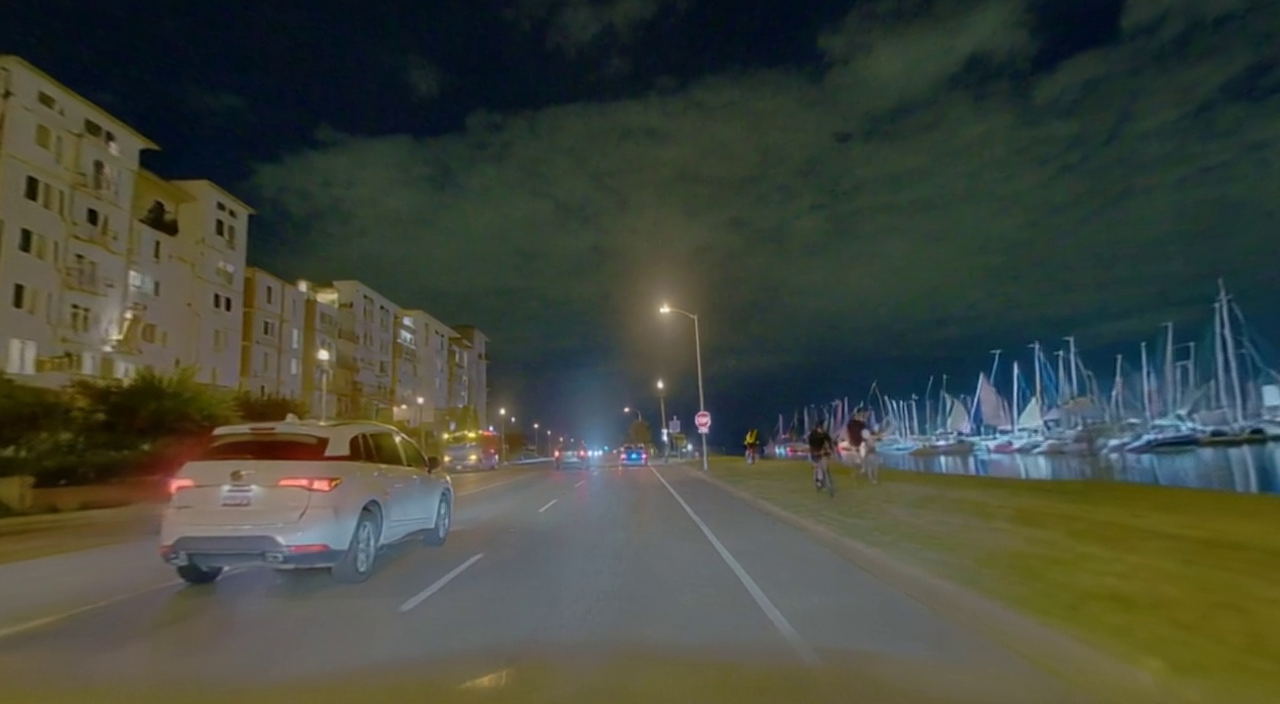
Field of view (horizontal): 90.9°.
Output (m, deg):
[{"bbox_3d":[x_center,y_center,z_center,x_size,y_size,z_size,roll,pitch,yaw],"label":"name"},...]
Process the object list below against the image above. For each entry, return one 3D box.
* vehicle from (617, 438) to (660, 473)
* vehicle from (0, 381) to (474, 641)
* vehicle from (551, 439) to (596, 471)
[{"bbox_3d":[-0.069,5.263,32.055,2.057,1.624,3.726,0,-9,0],"label":"vehicle"},{"bbox_3d":[-3.494,1.481,6.863,2.082,1.817,4.724,0,-9,0],"label":"vehicle"},{"bbox_3d":[-3.714,5.834,35.767,2.056,1.680,4.205,0,-9,1],"label":"vehicle"}]
